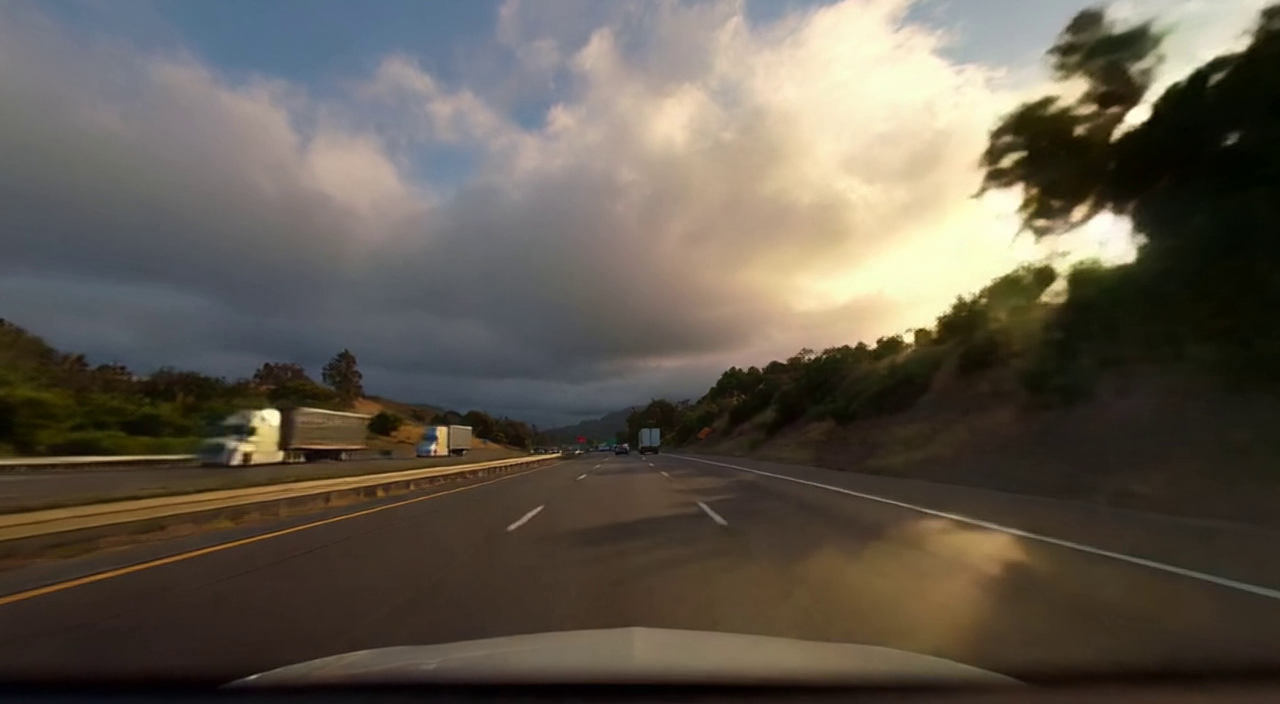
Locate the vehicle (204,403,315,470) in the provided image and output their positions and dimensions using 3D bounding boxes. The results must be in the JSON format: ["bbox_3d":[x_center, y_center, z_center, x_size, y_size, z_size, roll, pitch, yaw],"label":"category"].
[{"bbox_3d":[-25.037,5.625,41.866,3.491,4.038,6.170,-1,-9,-1],"label":"vehicle"}]
